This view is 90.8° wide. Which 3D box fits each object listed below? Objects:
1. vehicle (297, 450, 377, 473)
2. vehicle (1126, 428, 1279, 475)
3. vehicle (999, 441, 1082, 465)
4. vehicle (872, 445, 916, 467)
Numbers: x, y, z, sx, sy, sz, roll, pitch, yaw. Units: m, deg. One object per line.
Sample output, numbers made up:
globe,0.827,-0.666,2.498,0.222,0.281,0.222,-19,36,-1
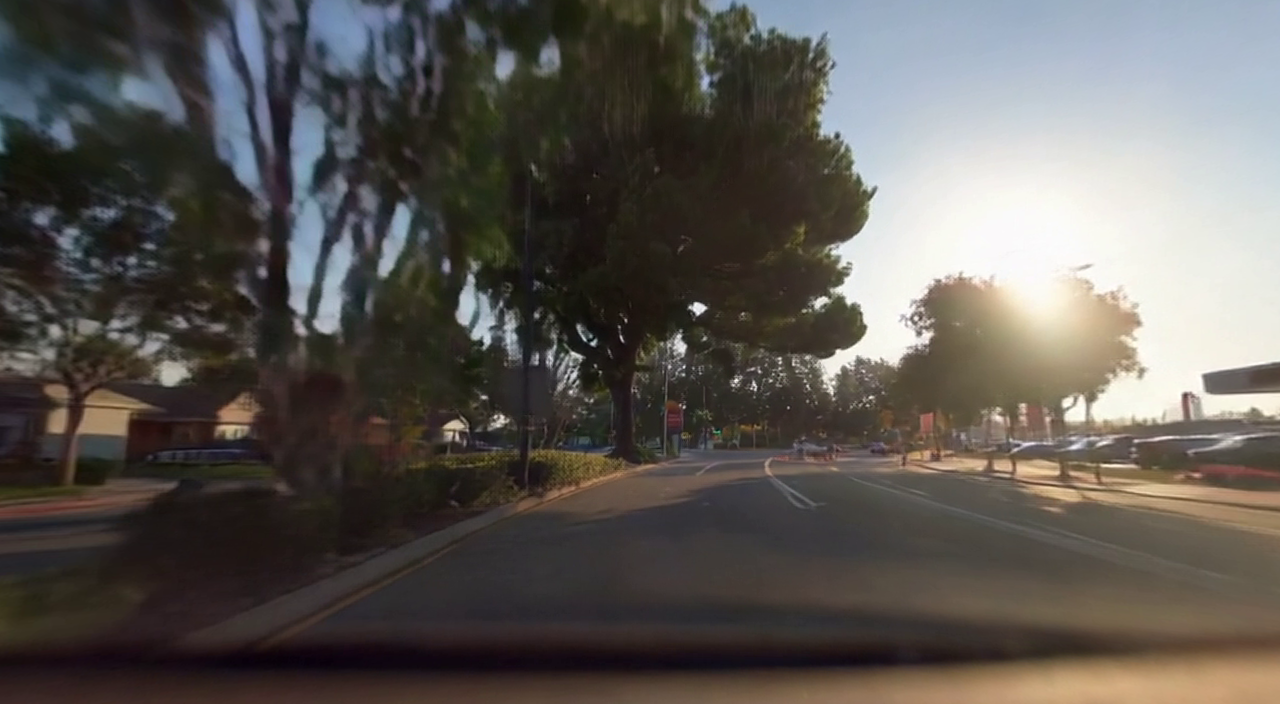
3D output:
vehicle,-20.125,7.244,42.048,4.520,1.439,1.919,-2,-9,14
vehicle,24.099,4.163,26.644,2.239,1.742,5.364,2,-9,-14
vehicle,26.077,6.594,41.332,1.843,1.455,4.558,2,-9,-11
vehicle,18.465,7.580,46.175,2.099,1.464,4.615,-2,-9,11
